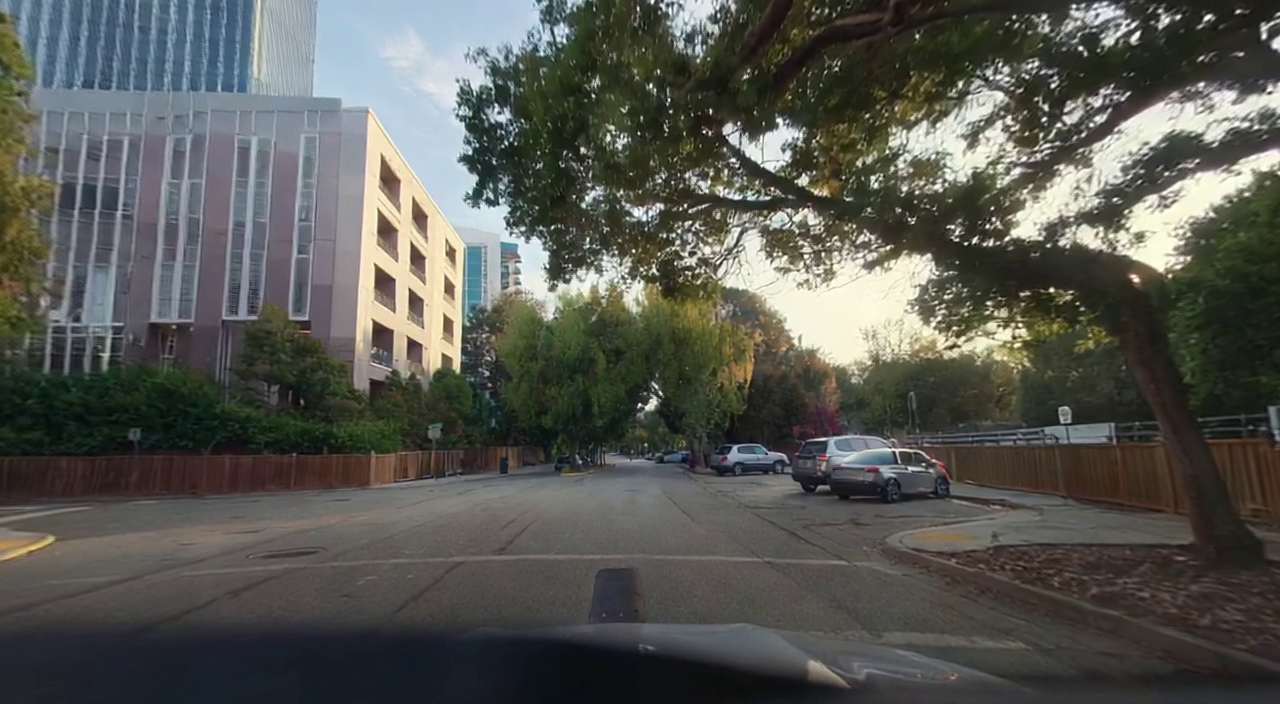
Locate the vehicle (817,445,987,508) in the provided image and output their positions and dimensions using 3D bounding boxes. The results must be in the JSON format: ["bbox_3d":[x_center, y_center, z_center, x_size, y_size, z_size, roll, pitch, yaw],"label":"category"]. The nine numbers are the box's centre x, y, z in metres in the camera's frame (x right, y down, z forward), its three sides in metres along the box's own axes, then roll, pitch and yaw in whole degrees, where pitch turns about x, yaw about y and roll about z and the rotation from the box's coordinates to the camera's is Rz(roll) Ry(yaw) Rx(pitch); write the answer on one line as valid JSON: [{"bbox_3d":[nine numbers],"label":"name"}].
[{"bbox_3d":[7.084,3.245,16.973,4.402,1.474,1.957,5,-10,-32],"label":"vehicle"}]

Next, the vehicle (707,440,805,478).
[{"bbox_3d":[6.538,5.985,35.580,5.061,1.829,2.274,2,-9,-28],"label":"vehicle"}]
